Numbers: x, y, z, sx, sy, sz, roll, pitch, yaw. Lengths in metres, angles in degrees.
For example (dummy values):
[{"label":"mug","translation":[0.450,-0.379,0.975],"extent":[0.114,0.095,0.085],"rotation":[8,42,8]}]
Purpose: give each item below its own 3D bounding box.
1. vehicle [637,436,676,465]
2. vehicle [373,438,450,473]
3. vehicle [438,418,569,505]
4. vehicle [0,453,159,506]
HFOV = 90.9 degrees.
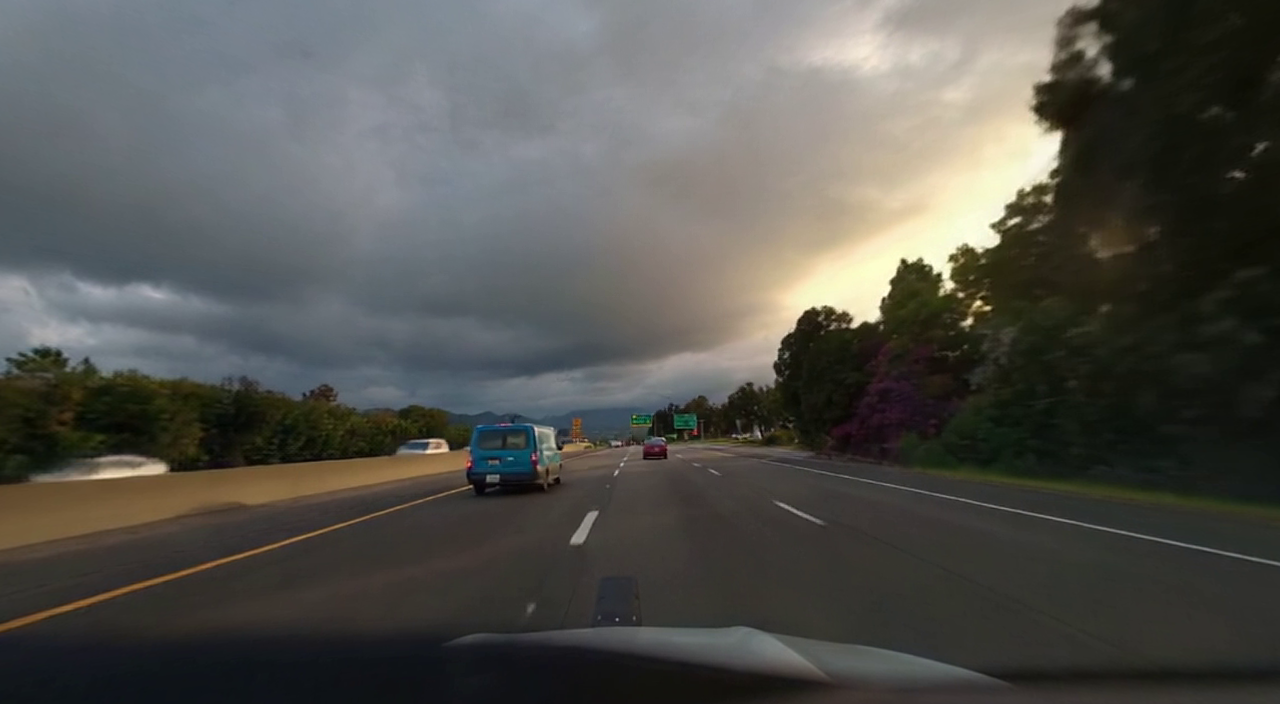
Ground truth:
[{"label":"vehicle","translation":[0.908,5.821,37.551],"extent":[2.151,1.550,4.694],"rotation":[0,-8,-1]},{"label":"vehicle","translation":[-10.935,4.976,30.595],"extent":[1.991,1.545,4.735],"rotation":[0,-8,0]},{"label":"vehicle","translation":[-3.010,2.504,14.974],"extent":[2.061,1.732,4.457],"rotation":[0,-8,1]},{"label":"vehicle","translation":[-19.090,4.283,21.569],"extent":[2.015,1.482,4.116],"rotation":[0,-8,0]}]
